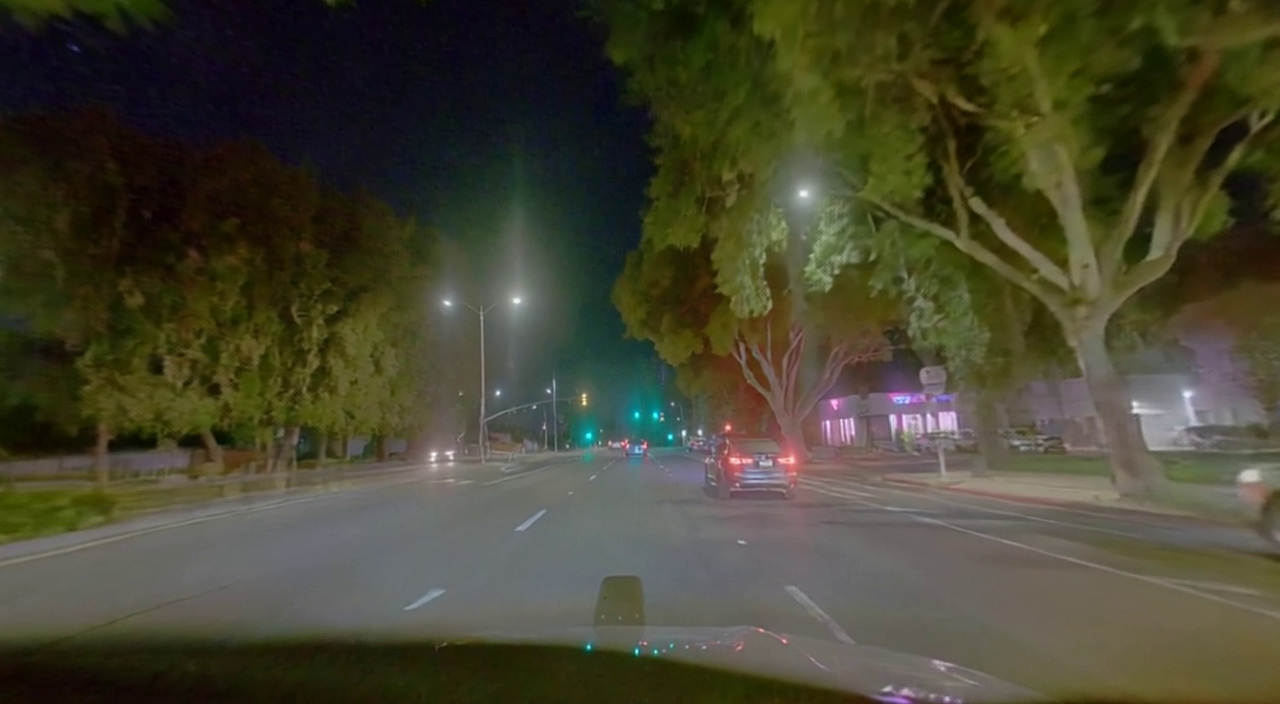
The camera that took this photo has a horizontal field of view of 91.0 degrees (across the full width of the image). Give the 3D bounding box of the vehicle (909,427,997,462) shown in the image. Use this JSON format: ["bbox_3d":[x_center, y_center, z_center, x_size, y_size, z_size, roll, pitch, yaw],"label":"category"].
[{"bbox_3d":[17.361,5.187,35.312,2.131,1.782,5.183,0,-8,-2],"label":"vehicle"}]

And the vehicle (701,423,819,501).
[{"bbox_3d":[2.765,2.655,15.503,2.022,1.656,4.025,0,-8,-1],"label":"vehicle"}]
